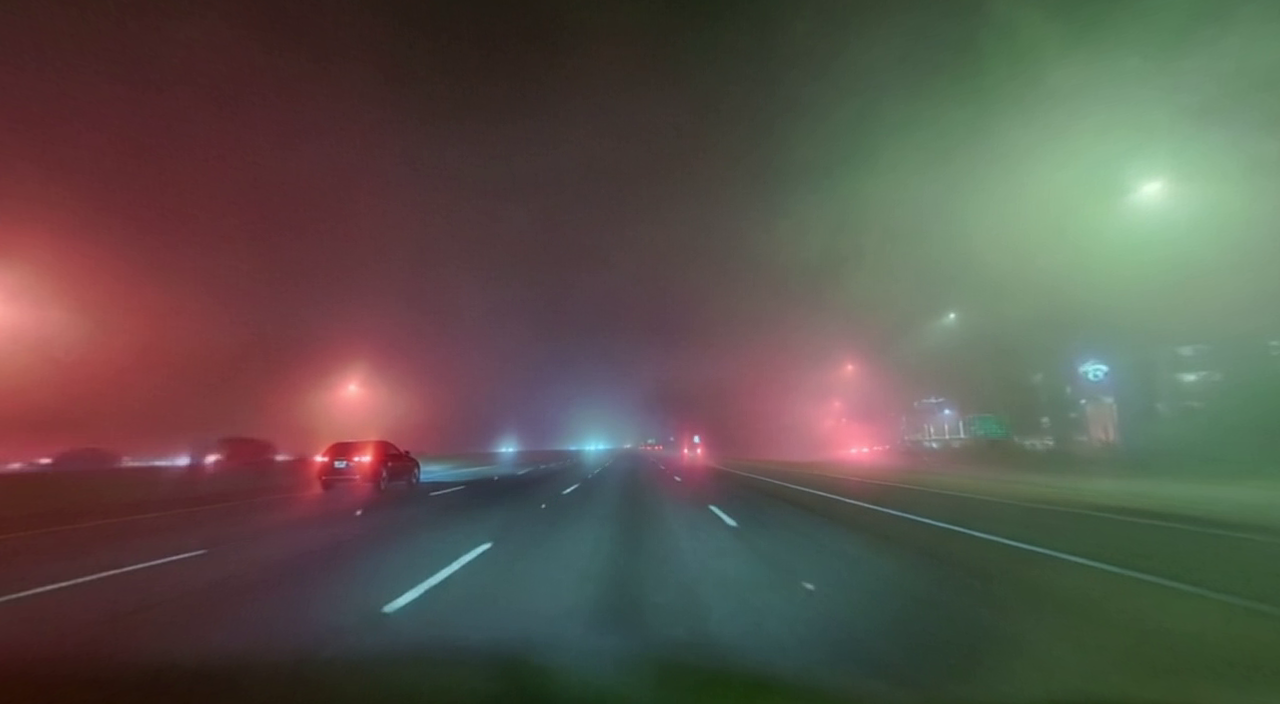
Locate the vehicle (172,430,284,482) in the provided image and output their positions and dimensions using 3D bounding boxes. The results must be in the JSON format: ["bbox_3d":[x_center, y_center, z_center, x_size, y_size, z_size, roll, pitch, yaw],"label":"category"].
[{"bbox_3d":[-18.167,4.598,28.174,1.989,2.086,4.489,0,-9,-1],"label":"vehicle"}]

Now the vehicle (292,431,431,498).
[{"bbox_3d":[-7.922,3.232,18.538,2.089,1.724,4.327,0,-9,0],"label":"vehicle"}]

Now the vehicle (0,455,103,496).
[{"bbox_3d":[-24.318,4.876,25.330,1.766,1.446,4.434,0,-9,-2],"label":"vehicle"}]
